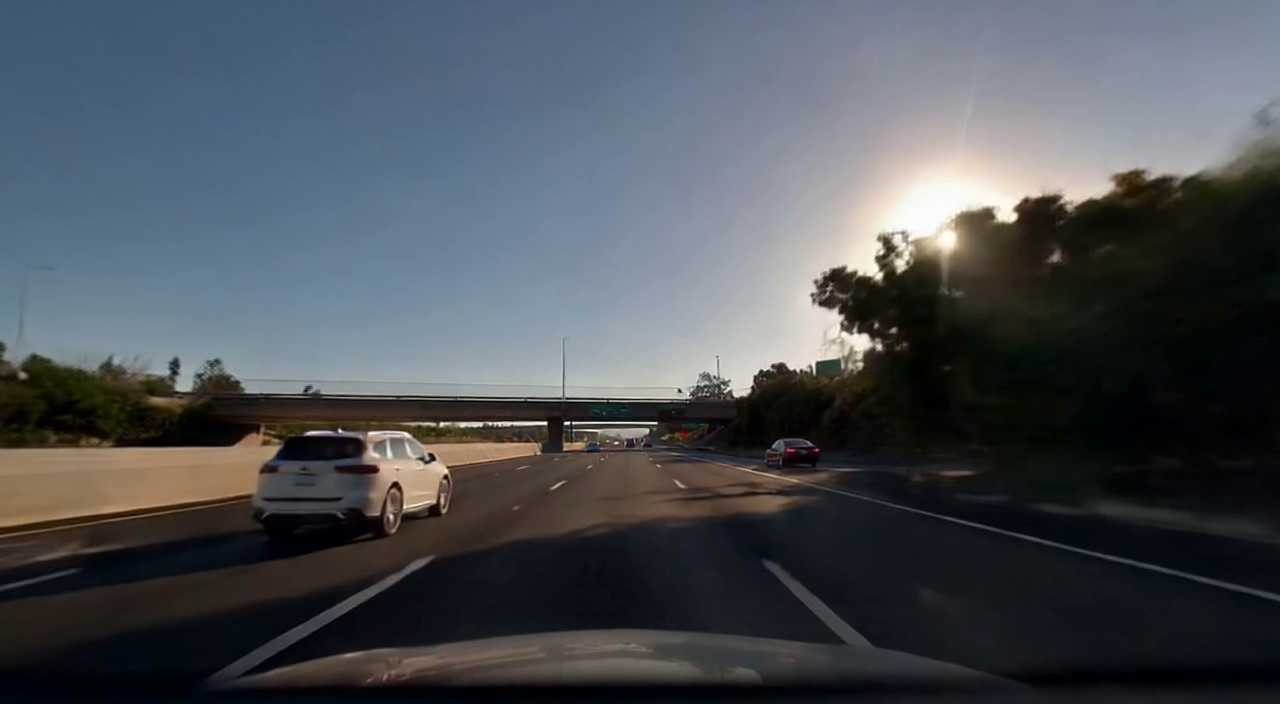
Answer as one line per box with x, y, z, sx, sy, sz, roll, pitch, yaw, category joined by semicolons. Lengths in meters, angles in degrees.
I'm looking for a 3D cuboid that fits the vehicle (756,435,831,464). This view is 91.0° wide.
9.449;6.060;39.279;2.136;1.641;4.964;2;-8;-19;vehicle

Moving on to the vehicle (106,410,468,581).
-4.218;1.781;8.865;2.200;1.662;5.091;0;-8;-1;vehicle
